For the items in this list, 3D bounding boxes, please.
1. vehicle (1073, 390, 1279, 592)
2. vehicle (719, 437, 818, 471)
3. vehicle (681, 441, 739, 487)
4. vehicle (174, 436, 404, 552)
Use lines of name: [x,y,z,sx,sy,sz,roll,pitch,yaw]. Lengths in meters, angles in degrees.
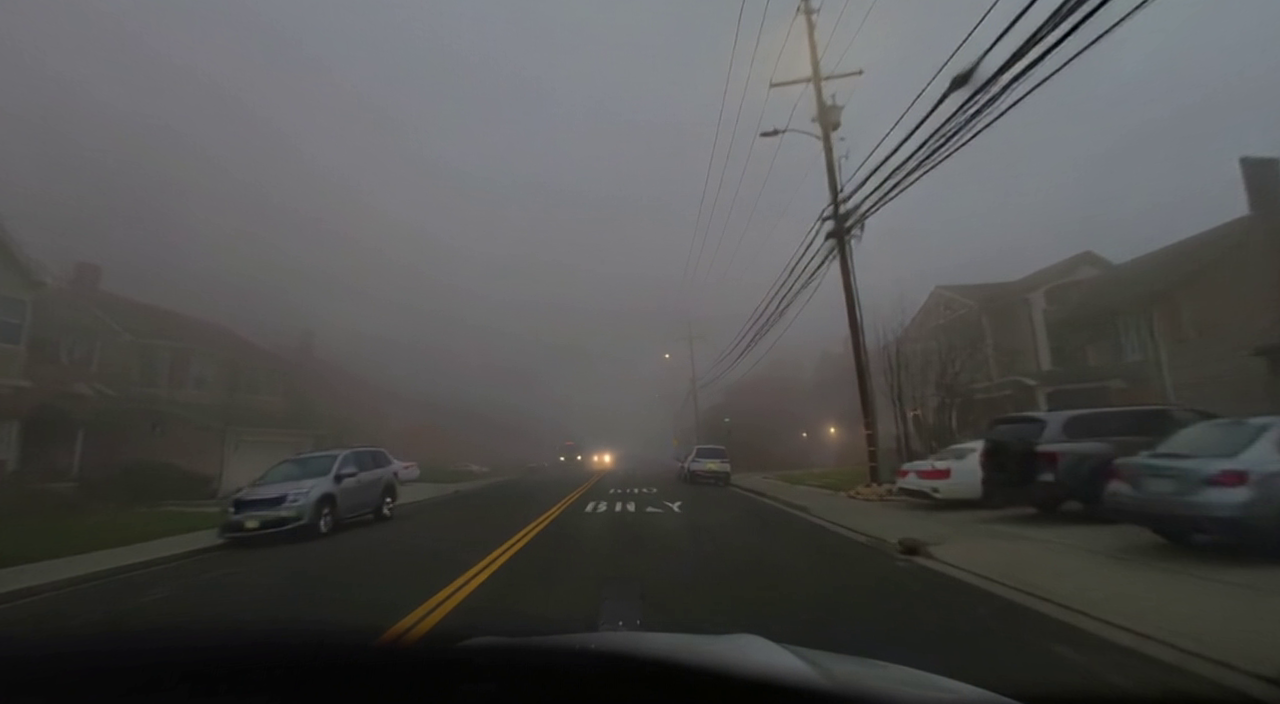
vehicle: [6.912,1.113,5.209,2.764,1.753,5.704,-3,-7,2]
vehicle: [7.422,5.959,36.983,5.288,1.871,2.148,0,-8,0]
vehicle: [2.850,4.678,26.686,1.945,1.792,3.903,0,-8,-1]
vehicle: [-6.488,2.668,12.463,2.056,1.741,4.532,-2,-10,-2]
